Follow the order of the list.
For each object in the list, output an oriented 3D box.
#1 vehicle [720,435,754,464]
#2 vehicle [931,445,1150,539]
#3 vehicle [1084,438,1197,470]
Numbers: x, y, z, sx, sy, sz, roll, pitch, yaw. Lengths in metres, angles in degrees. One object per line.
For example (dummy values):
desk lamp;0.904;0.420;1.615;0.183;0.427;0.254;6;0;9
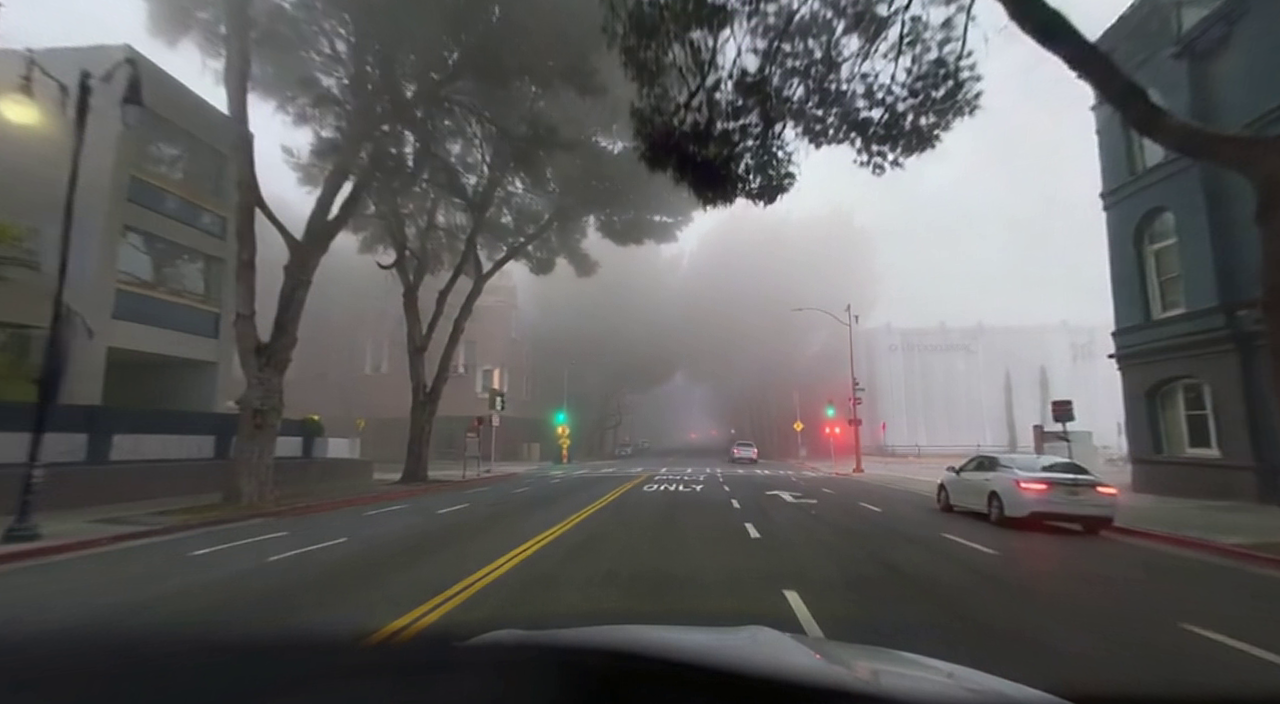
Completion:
vehicle;6.698;6.762;43.910;1.971;1.919;4.748;-1;-8;5
vehicle;7.426;2.561;12.279;1.759;1.488;4.124;-1;-8;4
vehicle;28.587;5.818;36.135;4.525;1.769;2.180;0;-8;2
